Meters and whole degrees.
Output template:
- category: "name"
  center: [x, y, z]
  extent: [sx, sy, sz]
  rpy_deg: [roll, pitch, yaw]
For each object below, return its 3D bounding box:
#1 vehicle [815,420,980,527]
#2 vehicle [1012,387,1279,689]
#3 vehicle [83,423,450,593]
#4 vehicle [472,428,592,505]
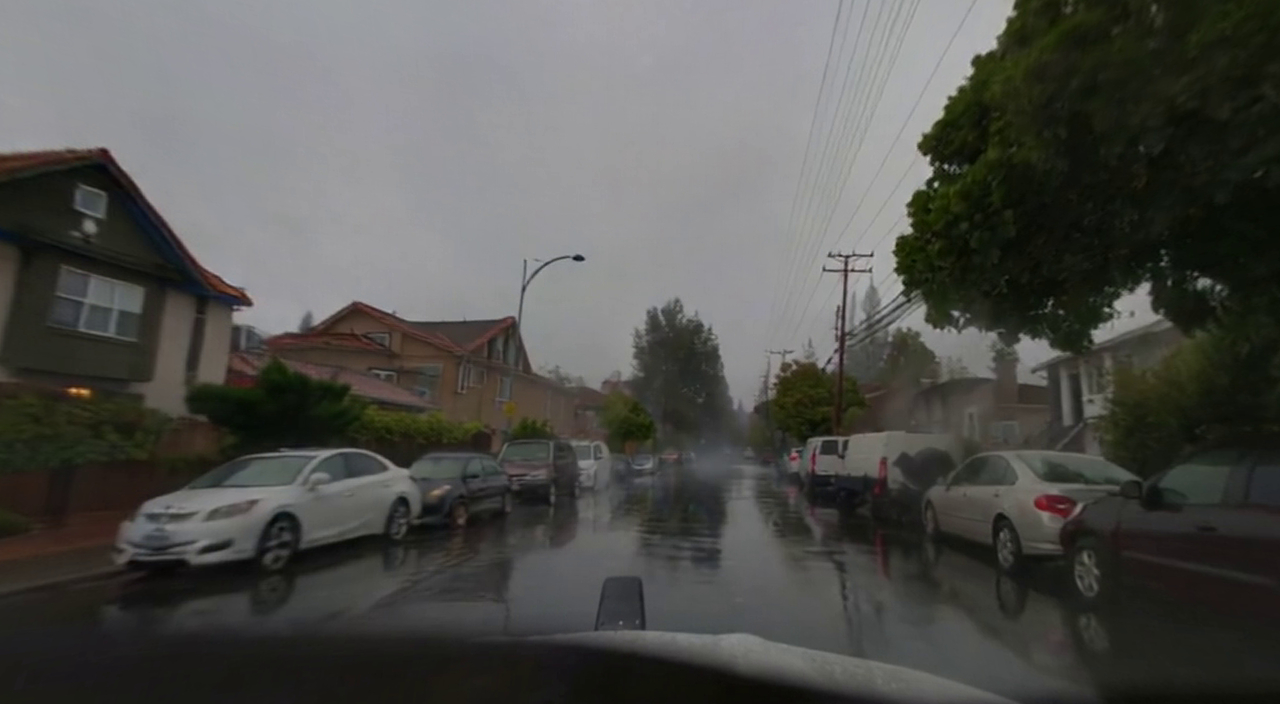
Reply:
- category: "vehicle"
  center: [5.840, 2.793, 15.243]
  extent: [2.237, 2.071, 5.332]
  rpy_deg: [-1, -8, 7]
- category: "vehicle"
  center: [4.907, 1.302, 4.389]
  extent: [2.055, 1.763, 5.134]
  rpy_deg: [4, -10, 6]
- category: "vehicle"
  center: [-4.506, 1.903, 8.694]
  extent: [1.909, 1.675, 4.442]
  rpy_deg: [-1, -8, 8]
- category: "vehicle"
  center: [-2.931, 3.267, 18.473]
  extent: [2.034, 1.923, 4.713]
  rpy_deg: [-1, -8, 9]
